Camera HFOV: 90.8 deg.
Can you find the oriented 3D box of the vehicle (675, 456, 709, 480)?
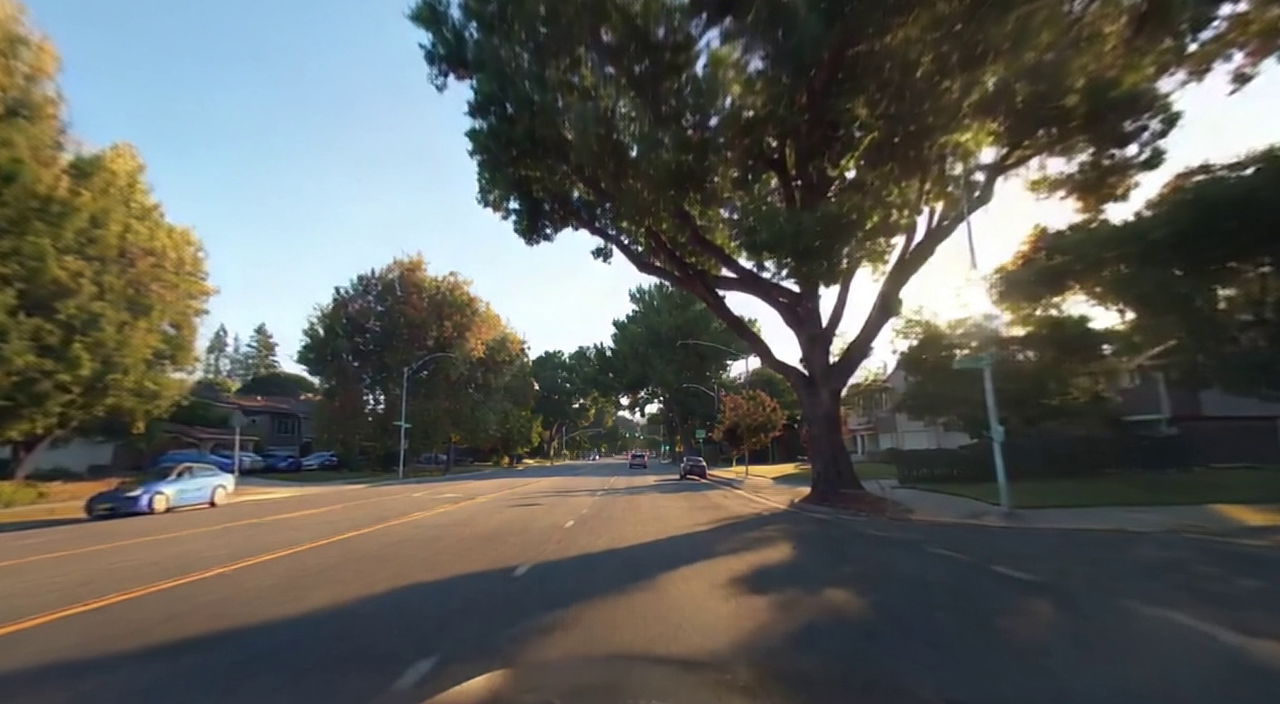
[{"bbox_3d":[3.523,7.894,43.286,1.942,1.502,4.244,0,-9,-1],"label":"vehicle"}]

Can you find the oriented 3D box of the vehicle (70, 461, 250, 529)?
[{"bbox_3d":[-13.885,4.112,18.696,1.941,1.501,4.432,-3,-8,-1],"label":"vehicle"}]
